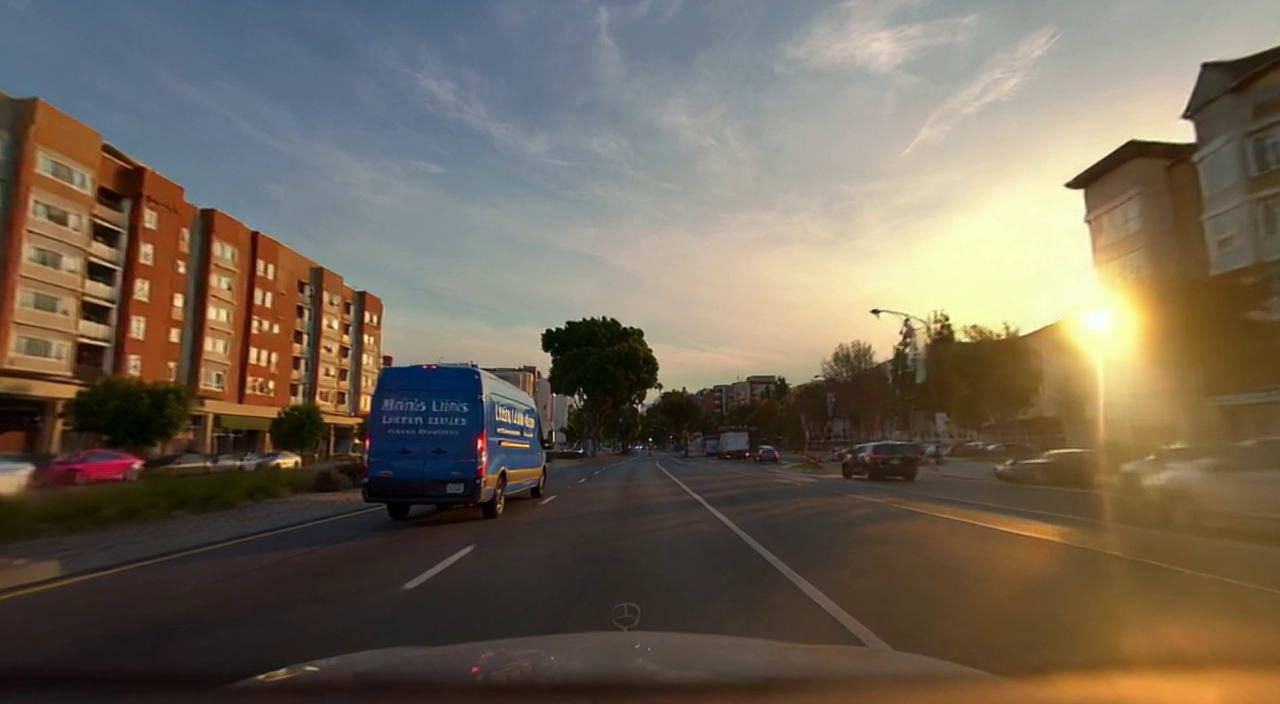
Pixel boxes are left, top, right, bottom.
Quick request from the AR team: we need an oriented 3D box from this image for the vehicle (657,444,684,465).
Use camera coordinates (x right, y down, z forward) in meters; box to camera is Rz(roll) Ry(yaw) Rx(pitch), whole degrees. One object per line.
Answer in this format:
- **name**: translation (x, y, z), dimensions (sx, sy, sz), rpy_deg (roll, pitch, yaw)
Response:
- **vehicle**: translation (2.325, 7.864, 48.533), dimensions (1.878, 1.534, 4.120), rpy_deg (0, -8, 0)

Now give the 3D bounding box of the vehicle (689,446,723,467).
- **vehicle**: translation (5.012, 8.018, 48.693), dimensions (2.127, 1.439, 5.034), rpy_deg (0, -8, 0)

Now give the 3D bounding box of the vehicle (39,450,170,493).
- **vehicle**: translation (-23.018, 5.111, 27.434), dimensions (1.835, 1.610, 4.452), rpy_deg (0, -8, -2)

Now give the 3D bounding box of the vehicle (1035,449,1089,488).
- **vehicle**: translation (16.241, 4.422, 24.346), dimensions (1.519, 1.364, 3.372), rpy_deg (-5, -10, 33)

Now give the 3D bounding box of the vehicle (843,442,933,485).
- **vehicle**: translation (9.202, 4.160, 23.801), dimensions (1.850, 1.477, 3.520), rpy_deg (0, -8, -2)

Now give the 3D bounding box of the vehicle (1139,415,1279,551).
- **vehicle**: translation (9.122, 1.690, 8.153), dimensions (1.766, 1.725, 4.221), rpy_deg (0, -8, -2)

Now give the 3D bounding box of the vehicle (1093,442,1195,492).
- **vehicle**: translation (16.869, 3.754, 21.093), dimensions (4.141, 1.486, 1.900), rpy_deg (7, -11, -42)

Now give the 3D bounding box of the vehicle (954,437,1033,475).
- **vehicle**: translation (16.409, 4.790, 29.219), dimensions (4.218, 1.622, 1.930), rpy_deg (9, -12, -43)

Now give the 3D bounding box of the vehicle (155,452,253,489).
- **vehicle**: translation (-23.029, 6.247, 33.610), dimensions (1.869, 1.724, 4.505), rpy_deg (0, -8, 1)

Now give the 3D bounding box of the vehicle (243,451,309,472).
- **vehicle**: translation (-28.497, 8.562, 49.657), dimensions (1.878, 1.476, 4.847), rpy_deg (-1, -9, 7)

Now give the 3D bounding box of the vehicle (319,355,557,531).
- **vehicle**: translation (-3.924, 2.061, 14.549), dimensions (2.763, 2.974, 7.562), rpy_deg (0, -8, 2)
